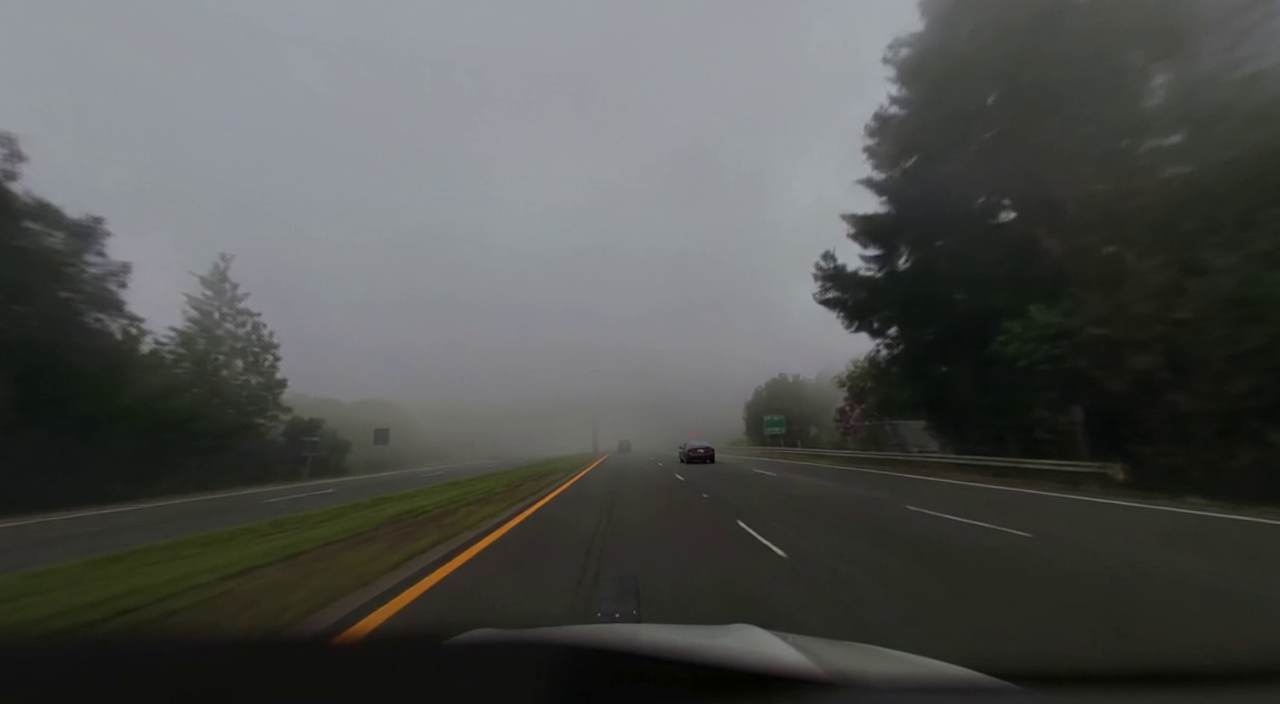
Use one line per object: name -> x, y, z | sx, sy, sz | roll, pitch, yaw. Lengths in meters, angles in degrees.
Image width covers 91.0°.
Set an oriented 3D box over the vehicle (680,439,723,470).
vehicle -> 3.116, 5.249, 32.511 | 1.781, 1.470, 3.540 | 0, -8, -2
